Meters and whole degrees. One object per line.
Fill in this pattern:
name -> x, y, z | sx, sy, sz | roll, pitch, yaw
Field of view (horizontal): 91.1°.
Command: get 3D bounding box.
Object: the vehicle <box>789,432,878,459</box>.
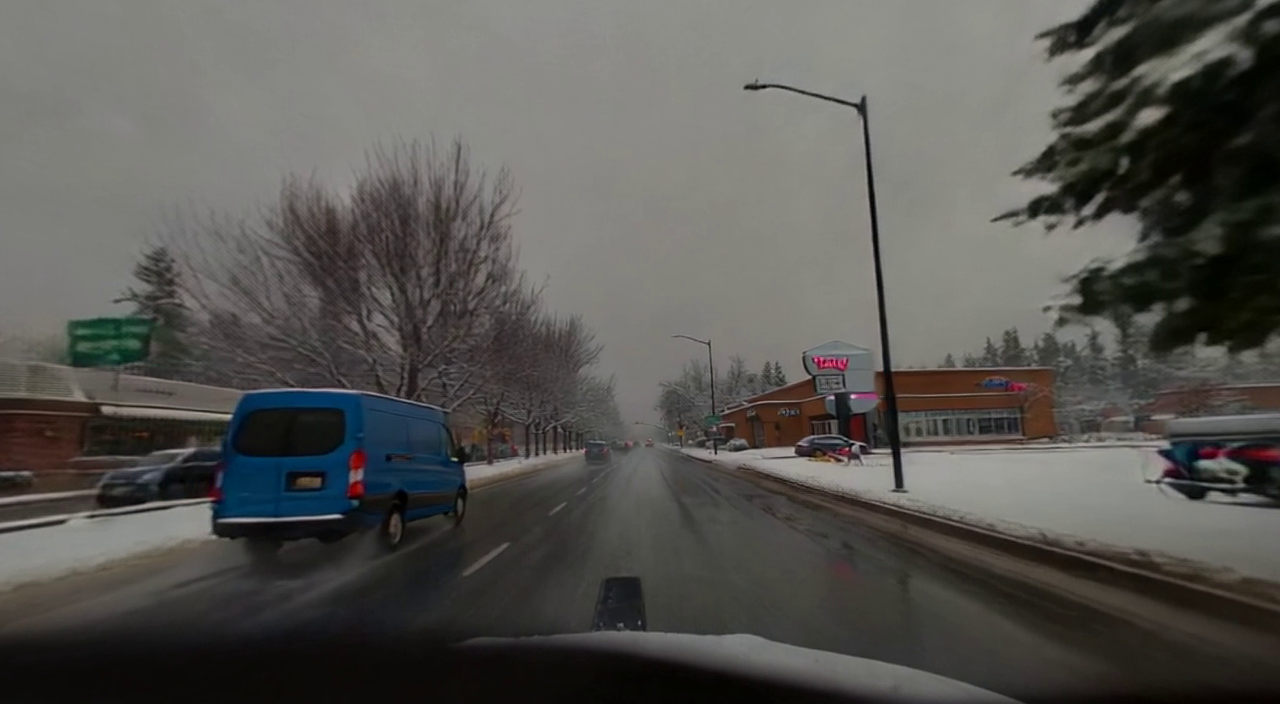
vehicle -> 11.371, 5.528, 37.116 | 4.607, 1.471, 1.982 | 0, -8, 0

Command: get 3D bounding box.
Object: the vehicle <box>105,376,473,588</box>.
vehicle -> -3.992, 1.578, 8.499 | 2.152, 1.987, 4.952 | 0, -8, -1

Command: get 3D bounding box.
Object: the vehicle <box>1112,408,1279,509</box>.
vehicle -> 10.788, 1.761, 10.636 | 3.935, 1.518, 1.985 | 0, -8, -1
